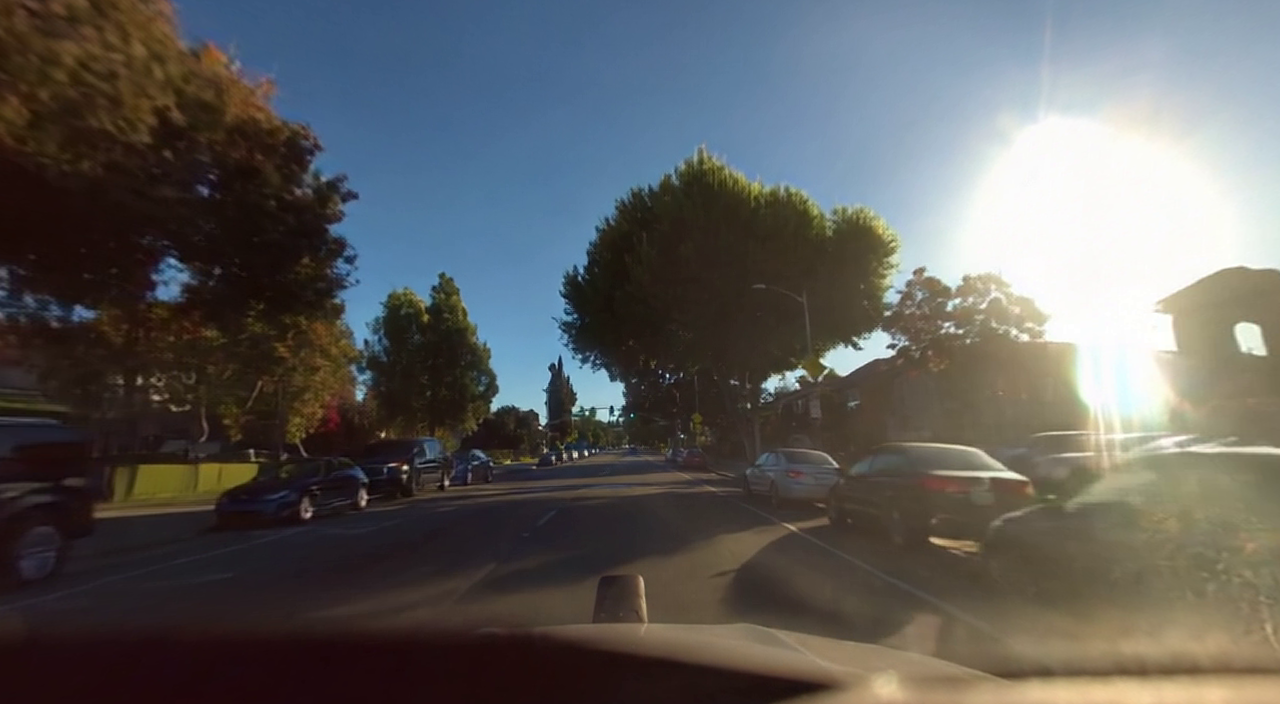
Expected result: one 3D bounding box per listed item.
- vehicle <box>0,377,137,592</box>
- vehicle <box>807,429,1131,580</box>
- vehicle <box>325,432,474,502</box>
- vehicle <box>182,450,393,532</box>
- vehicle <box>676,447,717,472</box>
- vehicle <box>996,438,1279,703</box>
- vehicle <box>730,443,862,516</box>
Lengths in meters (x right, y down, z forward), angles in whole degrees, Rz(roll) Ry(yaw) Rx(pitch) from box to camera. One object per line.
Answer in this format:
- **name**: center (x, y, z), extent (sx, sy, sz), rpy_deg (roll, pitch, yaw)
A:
- **vehicle**: center (-7.577, 1.208, 5.413), extent (2.146, 2.167, 5.339), rpy_deg (0, -9, -2)
- **vehicle**: center (4.055, 1.929, 8.942), extent (1.854, 1.537, 4.759), rpy_deg (0, -9, -3)
- **vehicle**: center (-7.622, 3.709, 20.873), extent (2.613, 1.959, 5.843), rpy_deg (0, -9, 0)
- **vehicle**: center (-7.568, 2.995, 14.254), extent (2.057, 1.486, 4.759), rpy_deg (0, -9, 0)
- **vehicle**: center (3.460, 6.734, 39.602), extent (2.005, 1.466, 4.767), rpy_deg (0, -9, -1)
- **vehicle**: center (4.032, 1.137, 3.013), extent (2.090, 1.435, 4.376), rpy_deg (0, -9, 0)
- **vehicle**: center (3.525, 2.962, 15.231), extent (2.033, 1.467, 4.471), rpy_deg (0, -9, 0)
